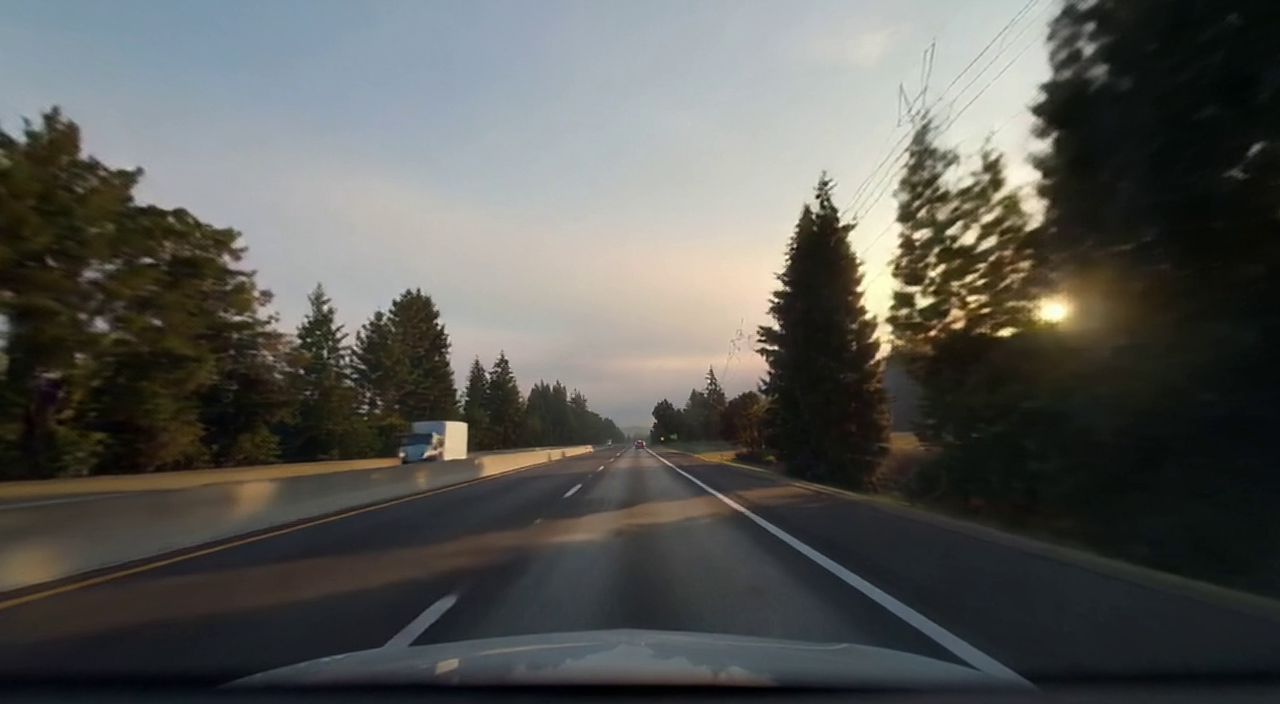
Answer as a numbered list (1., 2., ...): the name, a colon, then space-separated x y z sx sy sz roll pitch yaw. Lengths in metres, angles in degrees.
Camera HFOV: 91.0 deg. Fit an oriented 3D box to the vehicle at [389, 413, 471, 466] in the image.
1. vehicle: -15.014 6.405 45.865 2.906 3.478 8.700 0 -8 0
